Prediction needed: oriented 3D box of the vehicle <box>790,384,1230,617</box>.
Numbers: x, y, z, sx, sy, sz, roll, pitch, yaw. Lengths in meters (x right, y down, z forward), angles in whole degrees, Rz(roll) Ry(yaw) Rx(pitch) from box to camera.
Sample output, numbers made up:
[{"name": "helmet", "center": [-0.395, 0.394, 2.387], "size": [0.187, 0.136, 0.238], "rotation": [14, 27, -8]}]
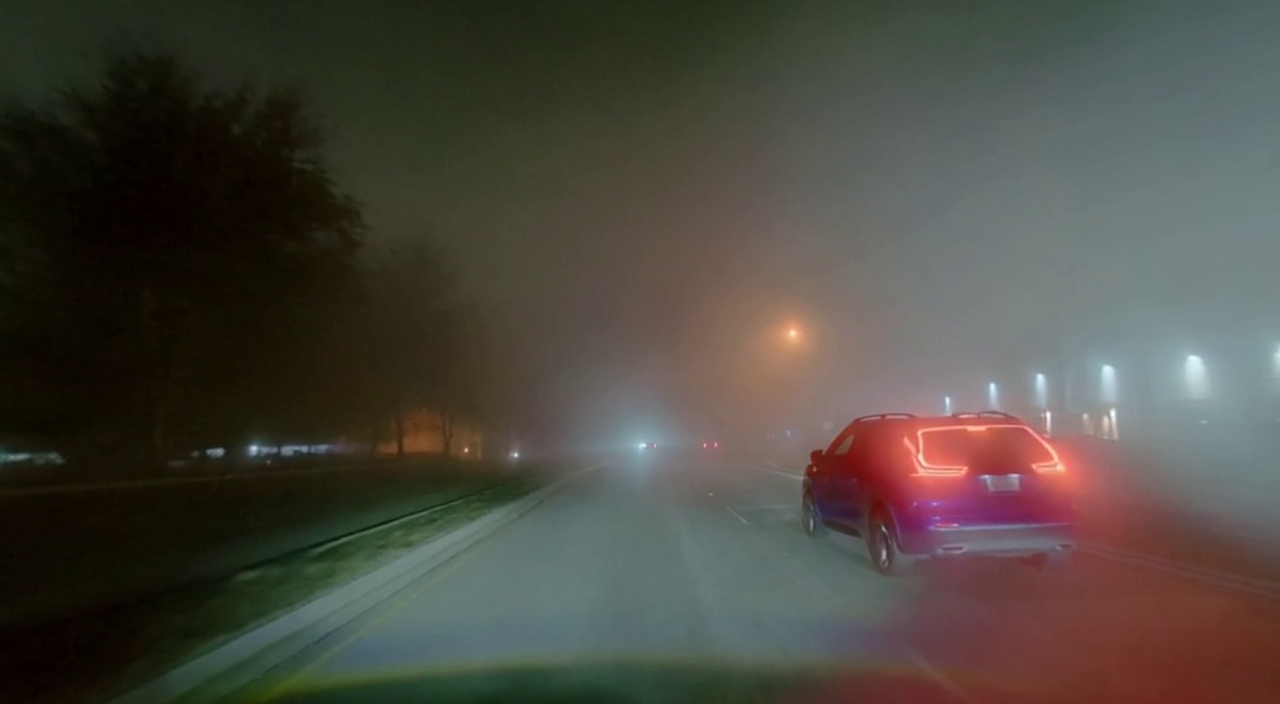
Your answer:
[{"name": "vehicle", "center": [3.200, 1.387, 6.790], "size": [2.060, 1.665, 4.284], "rotation": [0, -8, -1]}]
